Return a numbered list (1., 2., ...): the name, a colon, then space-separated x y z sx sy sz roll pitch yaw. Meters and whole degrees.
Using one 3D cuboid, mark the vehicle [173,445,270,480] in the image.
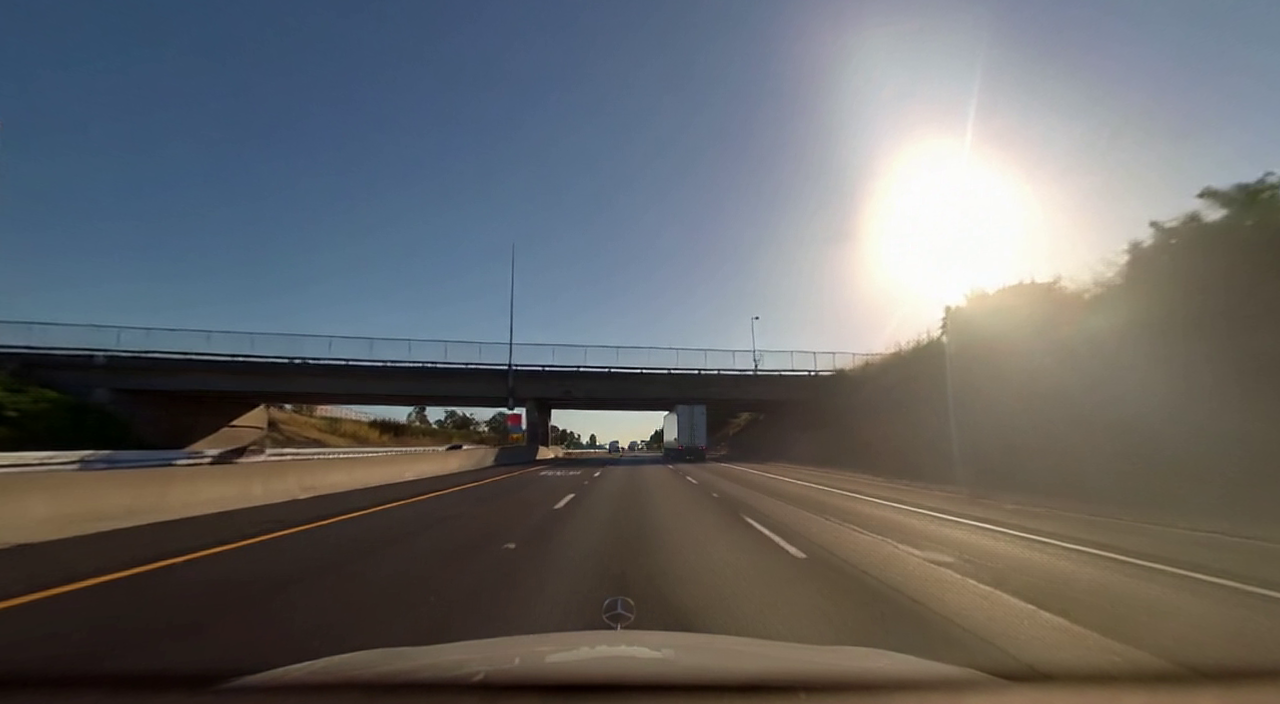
1. vehicle: -19.088 5.036 29.053 1.809 1.498 3.871 0 -9 0
